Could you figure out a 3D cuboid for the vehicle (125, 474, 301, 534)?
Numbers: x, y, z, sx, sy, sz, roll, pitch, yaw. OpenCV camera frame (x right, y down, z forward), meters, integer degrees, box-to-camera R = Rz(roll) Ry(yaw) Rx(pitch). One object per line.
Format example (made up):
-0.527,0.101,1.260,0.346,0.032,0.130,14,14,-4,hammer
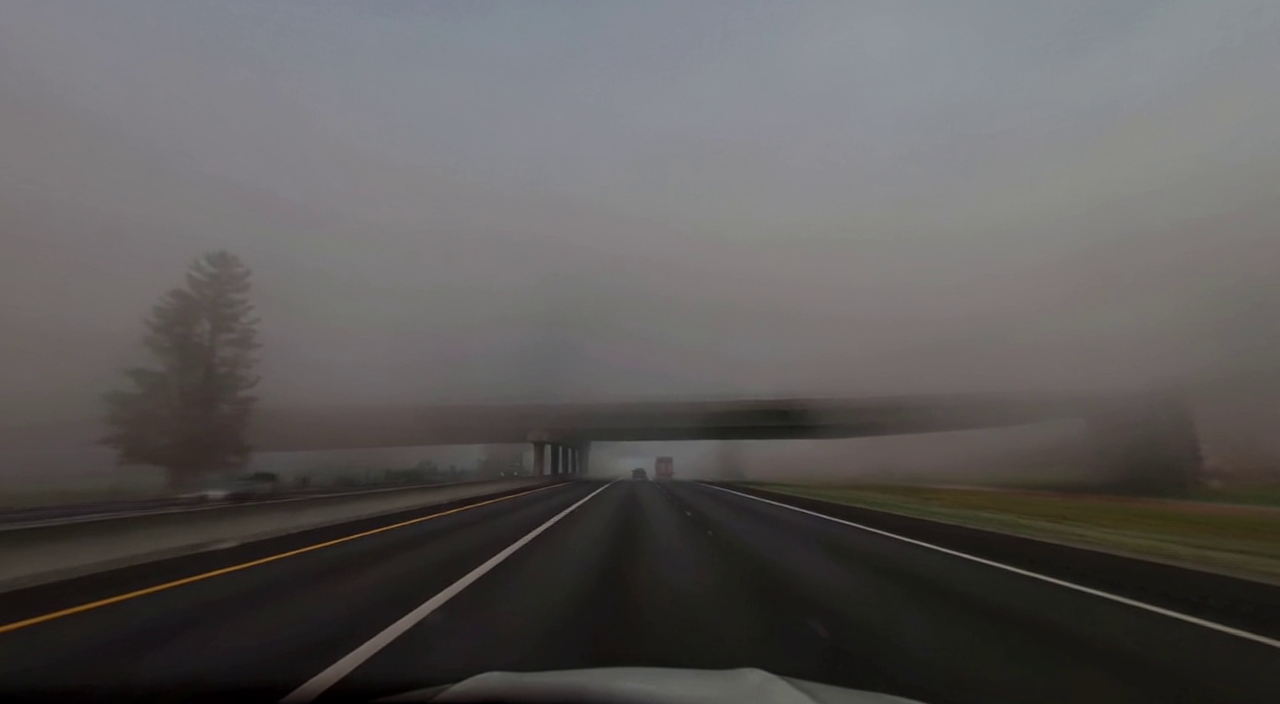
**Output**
-12.000,4.269,18.180,1.873,1.436,4.528,1,-11,0,vehicle
